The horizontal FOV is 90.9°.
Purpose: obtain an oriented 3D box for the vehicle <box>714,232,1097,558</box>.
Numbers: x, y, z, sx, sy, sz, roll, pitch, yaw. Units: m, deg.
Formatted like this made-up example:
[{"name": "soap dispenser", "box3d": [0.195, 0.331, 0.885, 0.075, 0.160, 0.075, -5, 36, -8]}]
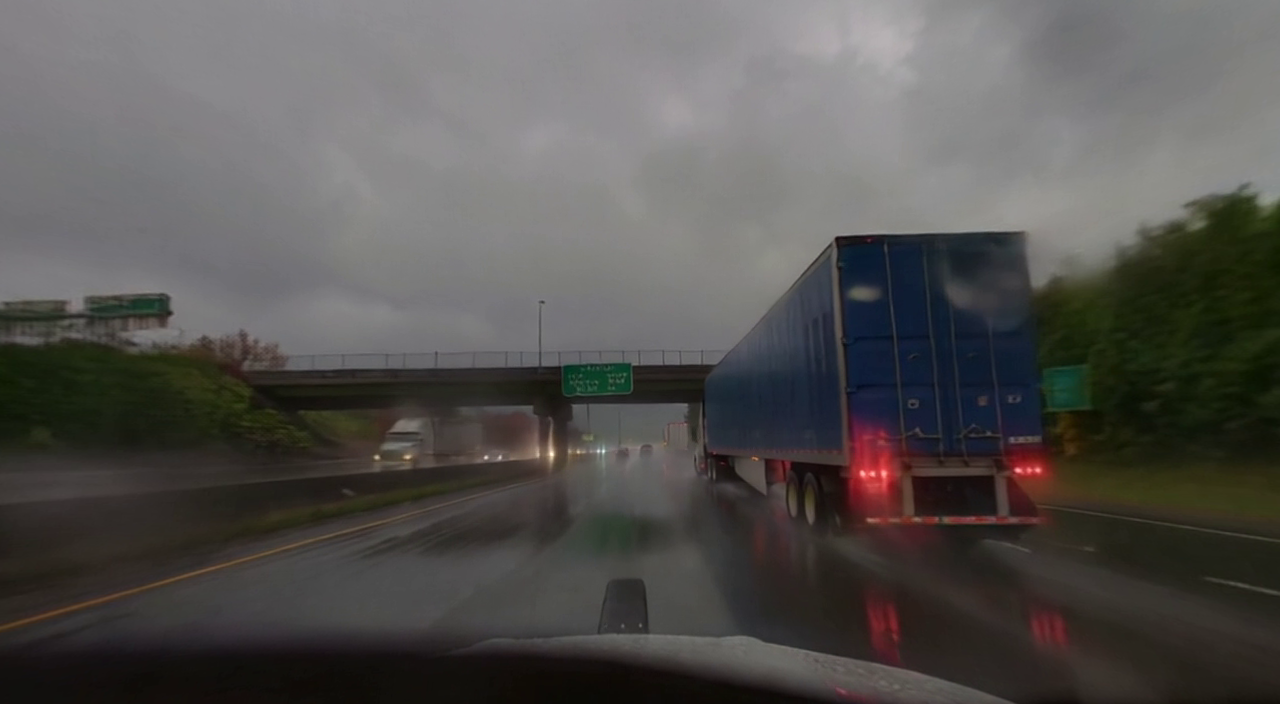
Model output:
[{"name": "vehicle", "box3d": [4.030, 1.554, 14.847, 2.825, 4.054, 14.210, 0, -9, 0]}]
